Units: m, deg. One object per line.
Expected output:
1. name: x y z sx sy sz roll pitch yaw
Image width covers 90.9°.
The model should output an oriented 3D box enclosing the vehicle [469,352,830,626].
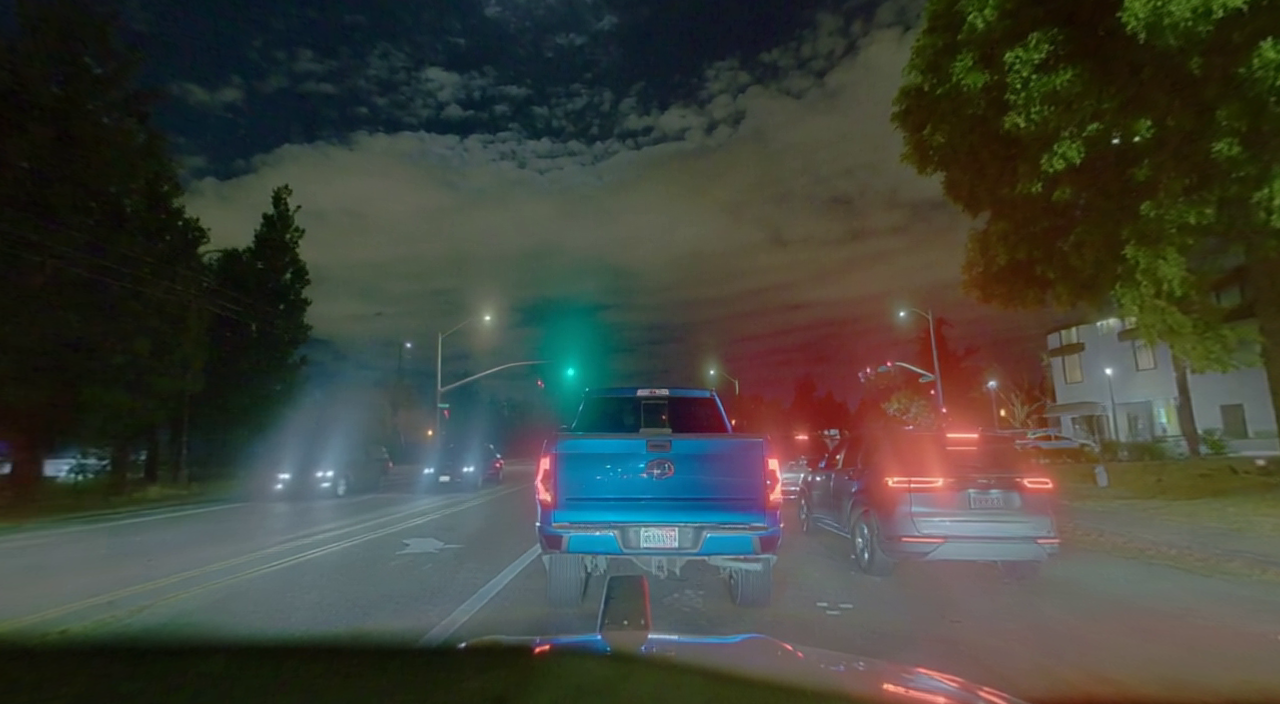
1. vehicle: 0.086 1.395 7.424 2.636 2.011 5.425 0 -8 0

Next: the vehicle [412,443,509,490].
1. vehicle: -6.132 3.941 22.154 1.994 1.469 4.367 0 -8 2

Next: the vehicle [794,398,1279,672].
1. vehicle: 3.333 1.507 6.523 2.155 1.667 5.162 0 -8 0

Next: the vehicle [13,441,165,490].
1. vehicle: -21.751 4.464 25.206 2.062 1.764 4.508 0 -8 -2

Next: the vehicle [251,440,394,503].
1. vehicle: -9.392 3.538 19.166 1.920 1.563 4.643 -3 -8 0
